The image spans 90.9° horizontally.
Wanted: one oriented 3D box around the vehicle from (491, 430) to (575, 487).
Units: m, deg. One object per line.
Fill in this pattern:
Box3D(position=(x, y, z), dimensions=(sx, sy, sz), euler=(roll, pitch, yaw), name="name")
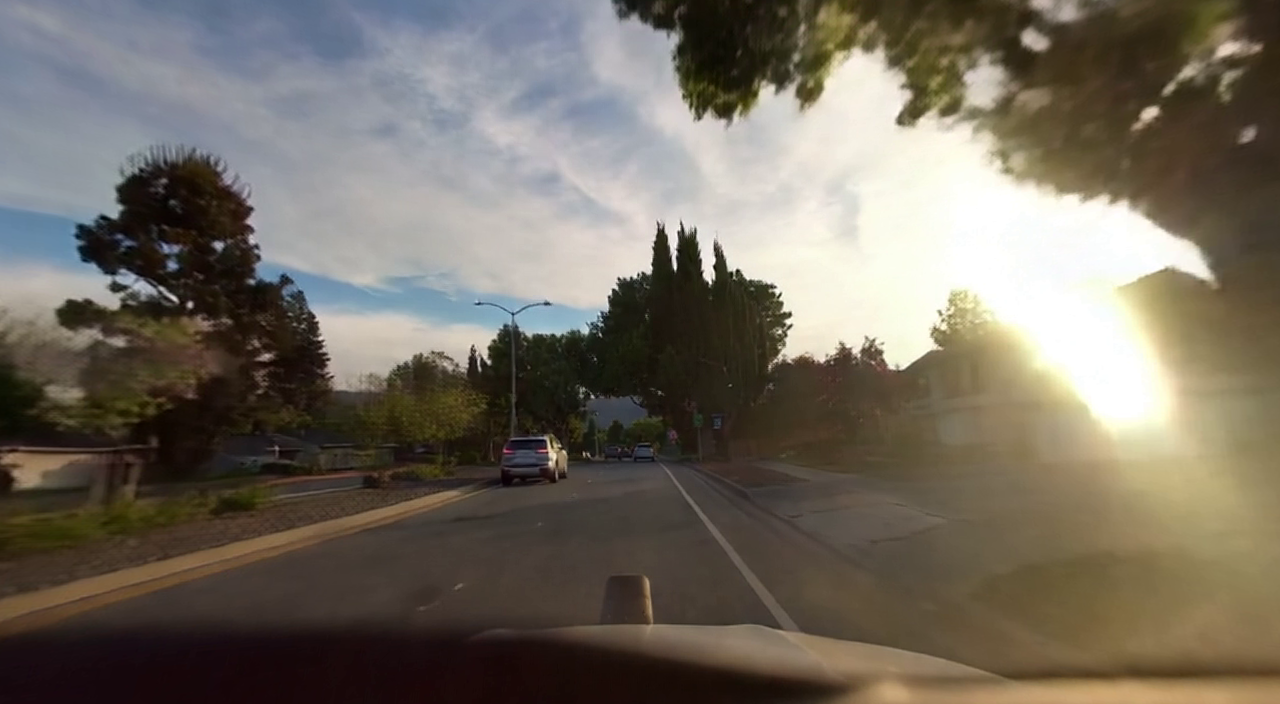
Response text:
Box3D(position=(-3.579, 3.659, 22.013), dimensions=(2.073, 1.770, 4.302), euler=(0, -9, 1), name="vehicle")
